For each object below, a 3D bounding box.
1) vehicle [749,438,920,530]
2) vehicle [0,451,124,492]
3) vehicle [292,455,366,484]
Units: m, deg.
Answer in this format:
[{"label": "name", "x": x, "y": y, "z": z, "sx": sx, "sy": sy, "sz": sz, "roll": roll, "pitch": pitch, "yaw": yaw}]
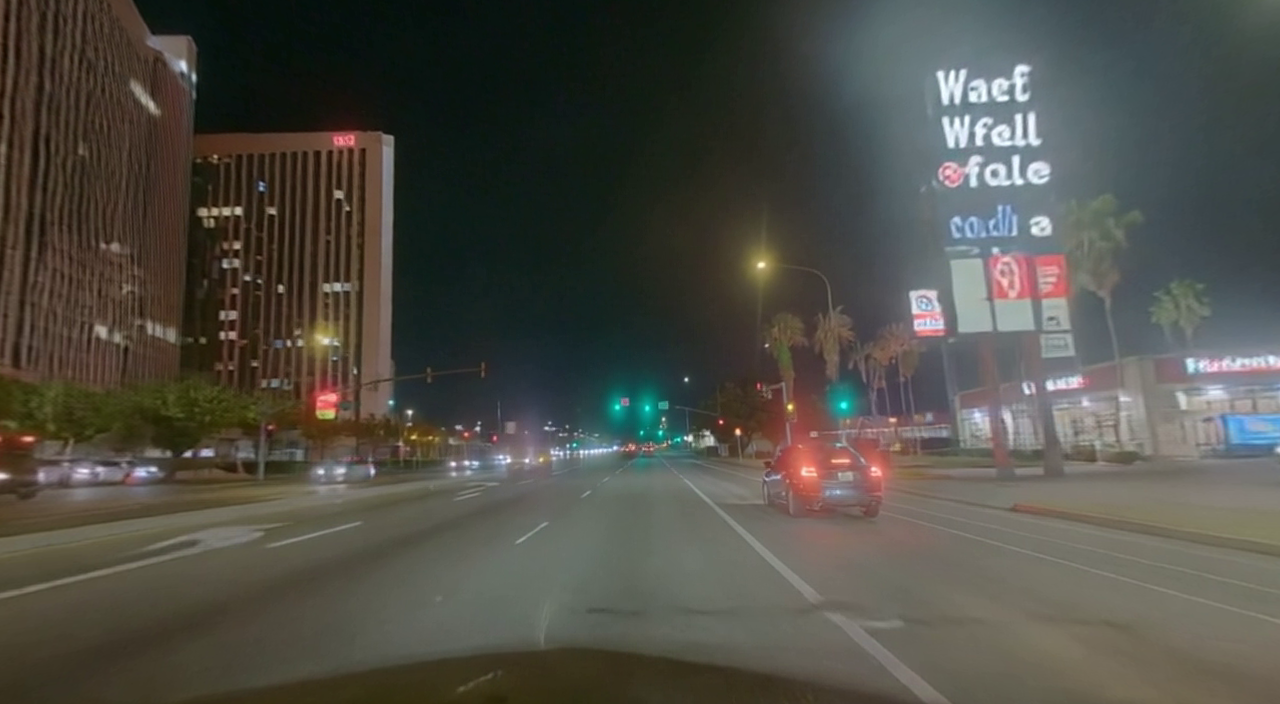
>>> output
[{"label": "vehicle", "x": 3.591, "y": 2.520, "z": 12.738, "sx": 1.870, "sy": 1.467, "sz": 4.800, "roll": 0, "pitch": -9, "yaw": -1}, {"label": "vehicle", "x": -29.930, "y": 5.921, "z": 31.524, "sx": 6.041, "sy": 1.907, "sz": 2.490, "roll": 0, "pitch": -8, "yaw": 2}, {"label": "vehicle", "x": -17.505, "y": 6.627, "z": 35.771, "sx": 1.961, "sy": 1.500, "sz": 4.291, "roll": 0, "pitch": -9, "yaw": 1}]
